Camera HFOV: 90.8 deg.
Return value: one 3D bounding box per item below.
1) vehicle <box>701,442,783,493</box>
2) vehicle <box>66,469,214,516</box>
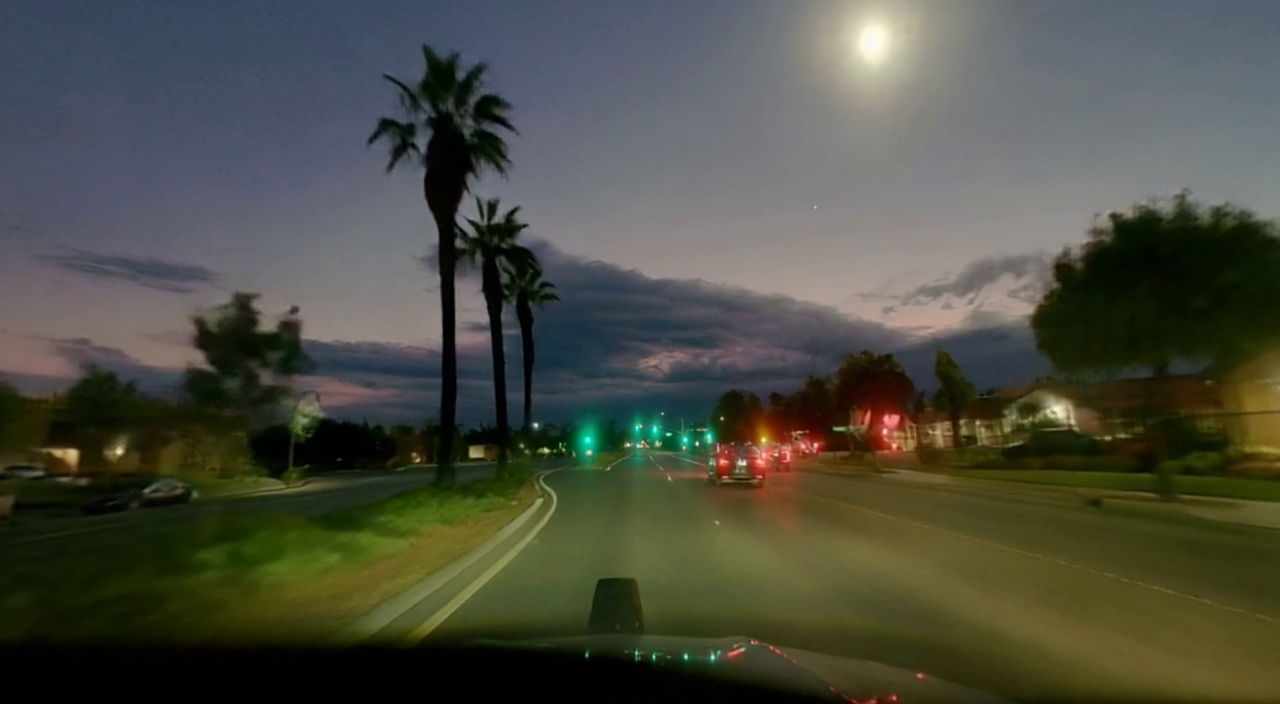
[{"bbox_3d":[3.241,3.755,20.996,1.989,1.492,4.689,0,-9,1],"label":"vehicle"},{"bbox_3d":[-19.149,5.364,24.550,1.897,1.482,4.707,0,-9,0],"label":"vehicle"}]
